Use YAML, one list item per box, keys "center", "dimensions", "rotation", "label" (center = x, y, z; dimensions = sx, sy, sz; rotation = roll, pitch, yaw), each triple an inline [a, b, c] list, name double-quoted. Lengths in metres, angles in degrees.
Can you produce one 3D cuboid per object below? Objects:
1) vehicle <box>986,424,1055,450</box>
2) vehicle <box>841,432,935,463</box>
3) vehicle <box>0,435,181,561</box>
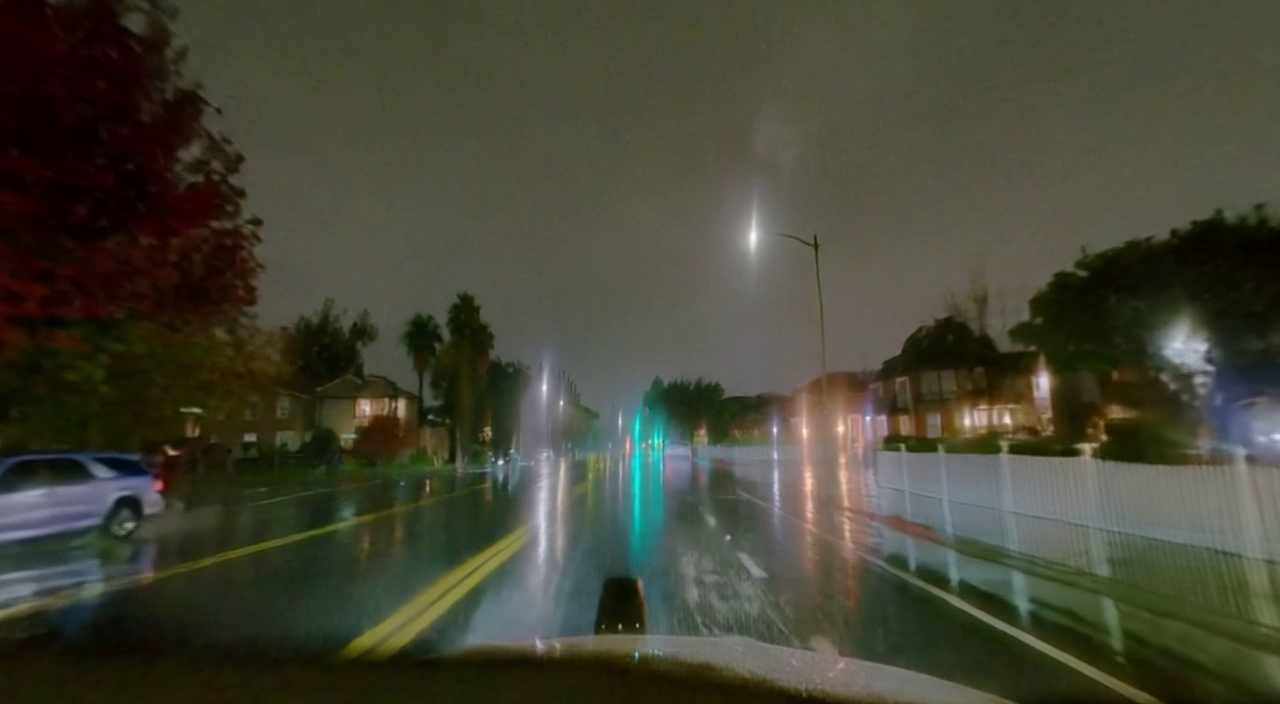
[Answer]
- center: [26.956, 6.096, 44.958]
  dimensions: [2.000, 1.773, 4.469]
  rotation: [-1, -9, -1]
  label: "vehicle"
- center: [14.312, 5.538, 36.650]
  dimensions: [4.635, 1.706, 1.954]
  rotation: [0, -8, 2]
  label: "vehicle"
- center: [-11.118, 2.491, 10.872]
  dimensions: [2.241, 1.944, 5.709]
  rotation: [-4, -8, 0]
  label: "vehicle"
